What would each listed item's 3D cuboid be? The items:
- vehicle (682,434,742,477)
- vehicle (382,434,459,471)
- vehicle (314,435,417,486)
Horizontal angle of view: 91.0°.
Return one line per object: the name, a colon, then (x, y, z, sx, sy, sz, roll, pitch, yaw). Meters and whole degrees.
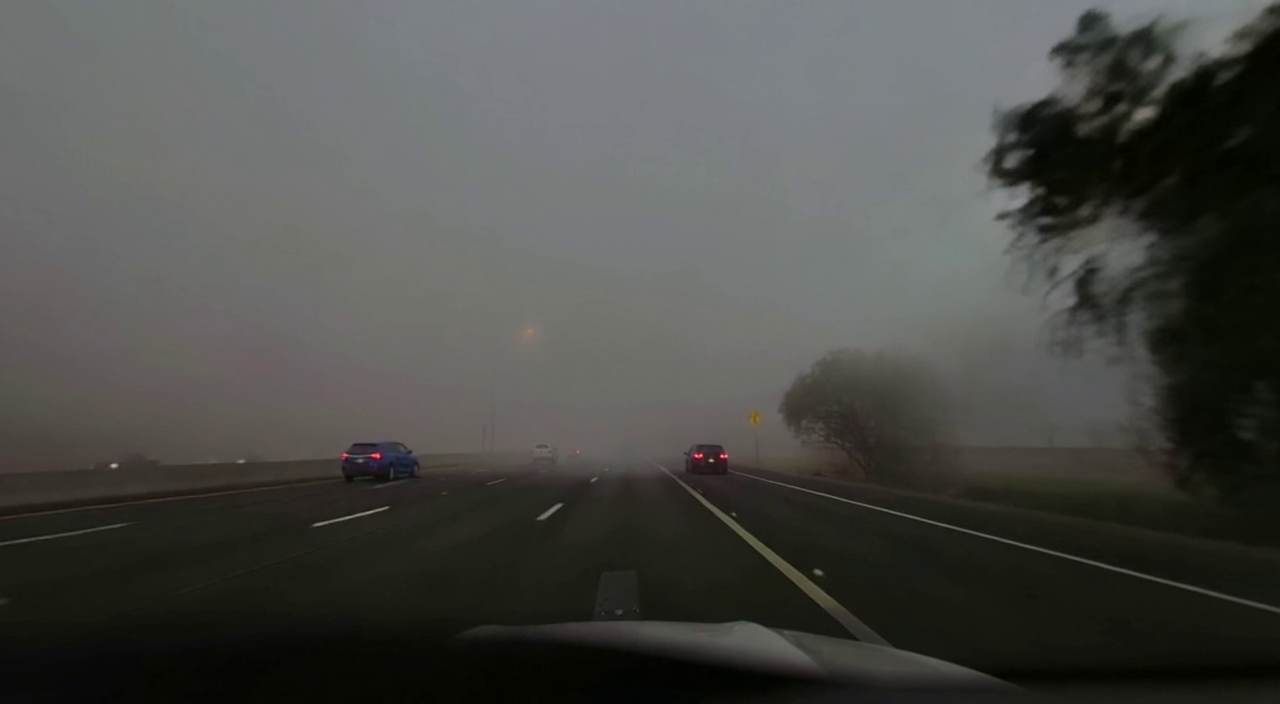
vehicle: (3.325, 4.897, 30.096, 2.184, 1.892, 4.763, 0, -8, -1)
vehicle: (-14.584, 6.738, 42.381, 2.736, 2.262, 6.533, 0, -8, 1)
vehicle: (-11.166, 4.429, 26.056, 2.137, 1.873, 4.687, 0, -8, 0)
